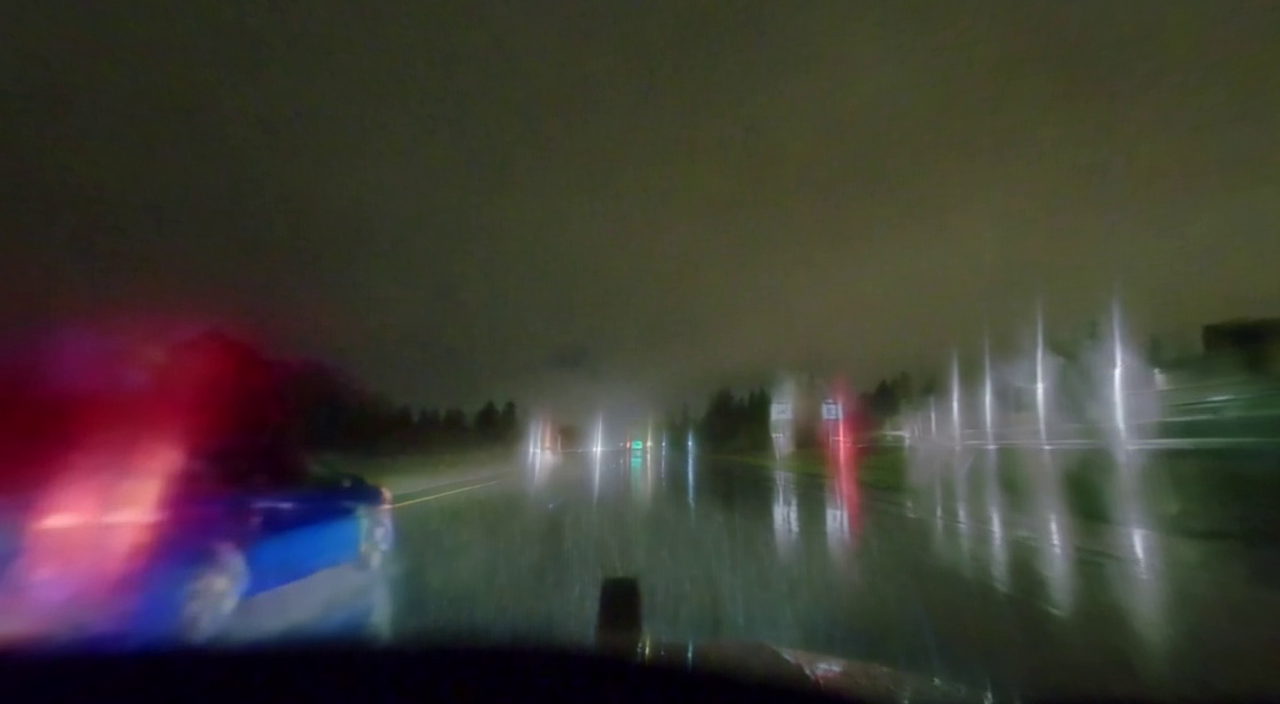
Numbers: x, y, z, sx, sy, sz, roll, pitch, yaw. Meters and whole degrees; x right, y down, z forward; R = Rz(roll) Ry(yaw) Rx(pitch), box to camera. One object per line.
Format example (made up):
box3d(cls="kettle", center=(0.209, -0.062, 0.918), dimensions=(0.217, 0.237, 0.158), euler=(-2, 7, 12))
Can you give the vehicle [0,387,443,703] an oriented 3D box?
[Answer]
box3d(cls="vehicle", center=(-3.312, 1.278, 4.876), dimensions=(2.069, 1.573, 4.589), euler=(0, -9, 0))
